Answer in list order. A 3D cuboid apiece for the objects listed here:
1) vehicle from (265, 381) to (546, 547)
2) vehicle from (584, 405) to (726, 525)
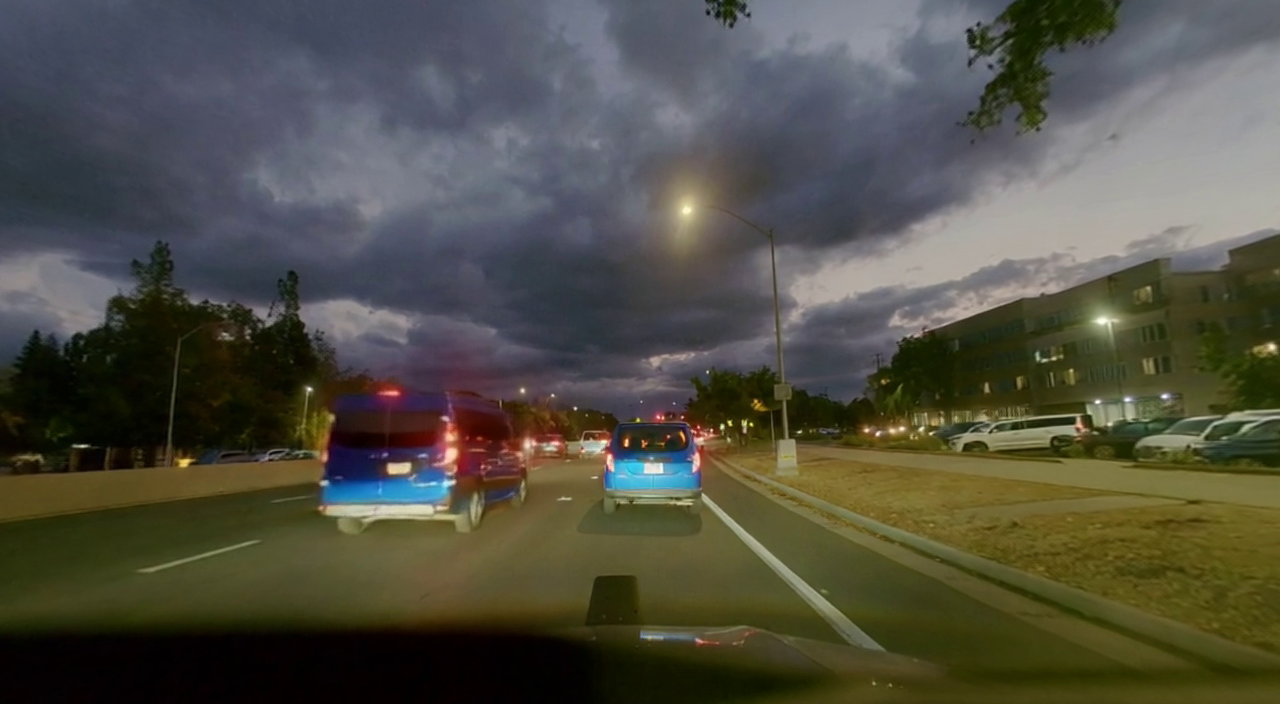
[{"bbox_3d":[-3.366,1.808,10.745,2.486,2.074,5.456,0,-9,2],"label":"vehicle"},{"bbox_3d":[0.292,2.056,11.885,2.173,1.830,4.189,0,-9,2],"label":"vehicle"}]
